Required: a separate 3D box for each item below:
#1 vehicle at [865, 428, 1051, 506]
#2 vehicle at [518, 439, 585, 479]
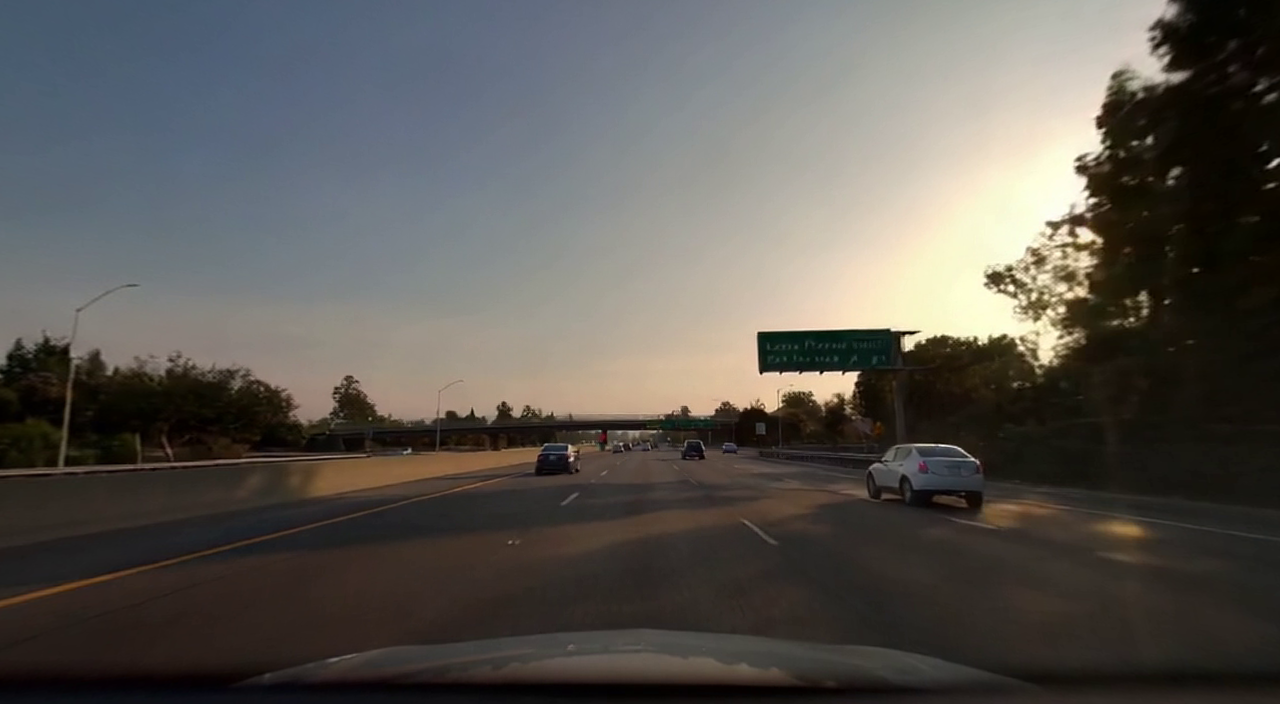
[{"bbox_3d":[7.483,2.756,15.514,2.032,1.601,4.863,0,-8,0],"label":"vehicle"},{"bbox_3d":[-3.630,4.519,26.723,2.055,1.533,4.604,0,-8,2],"label":"vehicle"}]
